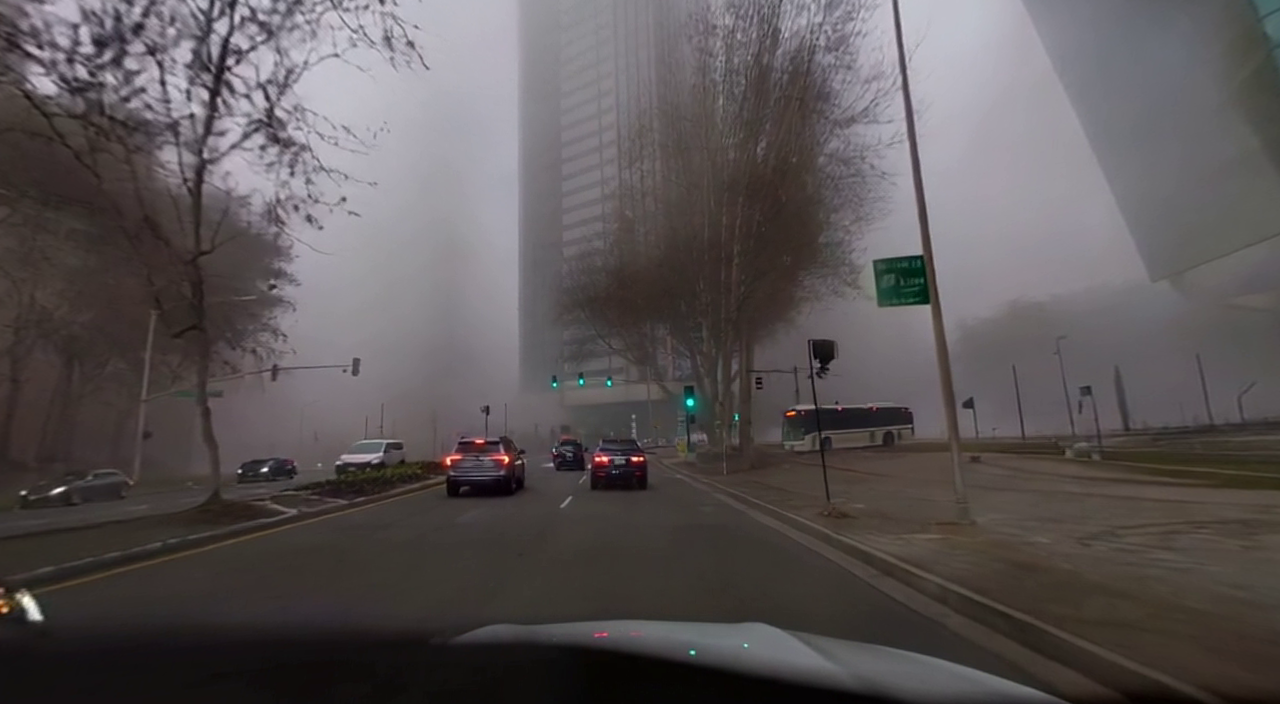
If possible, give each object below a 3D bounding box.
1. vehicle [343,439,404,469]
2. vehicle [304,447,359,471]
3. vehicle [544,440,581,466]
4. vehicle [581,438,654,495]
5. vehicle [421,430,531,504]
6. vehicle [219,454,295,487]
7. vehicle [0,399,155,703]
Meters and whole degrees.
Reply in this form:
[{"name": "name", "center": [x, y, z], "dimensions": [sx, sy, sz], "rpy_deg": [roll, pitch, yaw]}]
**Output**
[{"name": "vehicle", "center": [-19.941, 7.668, 47.601], "dimensions": [2.271, 2.076, 6.147], "rpy_deg": [1, -9, -4]}, {"name": "vehicle", "center": [-24.152, 8.355, 49.614], "dimensions": [1.928, 1.805, 5.236], "rpy_deg": [1, -9, -4]}, {"name": "vehicle", "center": [-4.768, 6.225, 39.119], "dimensions": [1.961, 1.517, 4.202], "rpy_deg": [1, -9, -3]}, {"name": "vehicle", "center": [-0.652, 3.362, 18.780], "dimensions": [1.933, 1.504, 3.802], "rpy_deg": [0, -9, -2]}, {"name": "vehicle", "center": [-4.001, 2.858, 16.053], "dimensions": [1.848, 1.641, 3.686], "rpy_deg": [0, -9, -1]}, {"name": "vehicle", "center": [-22.942, 7.054, 38.011], "dimensions": [1.881, 1.792, 4.640], "rpy_deg": [1, -9, -4]}, {"name": "vehicle", "center": [-3.414, 0.689, 0.799], "dimensions": [1.970, 1.489, 4.532], "rpy_deg": [0, -9, 0]}]
